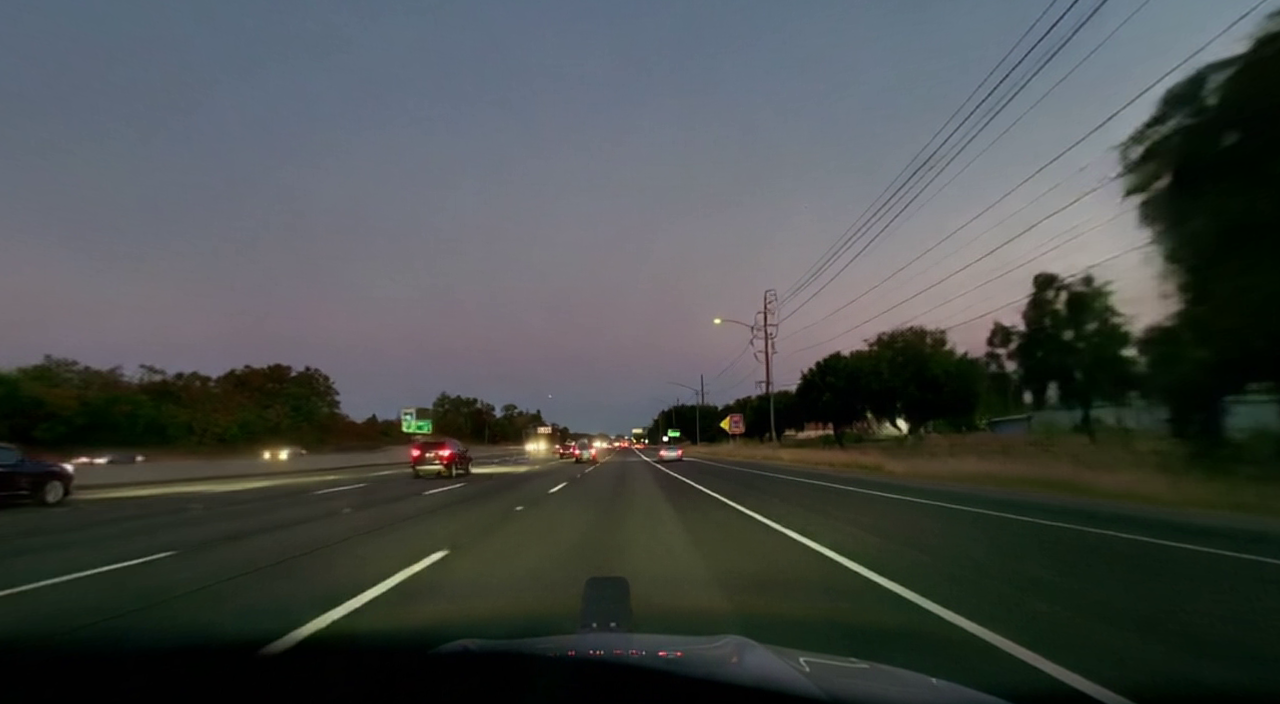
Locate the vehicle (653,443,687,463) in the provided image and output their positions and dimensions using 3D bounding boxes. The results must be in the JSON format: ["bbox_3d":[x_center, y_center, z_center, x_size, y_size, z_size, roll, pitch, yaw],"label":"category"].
[{"bbox_3d":[2.150,7.434,46.721,2.015,1.391,3.897,1,-9,-5],"label":"vehicle"}]

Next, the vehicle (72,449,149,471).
[{"bbox_3d":[-38.738,7.896,46.379,1.767,1.496,4.501,0,-9,-1],"label":"vehicle"}]

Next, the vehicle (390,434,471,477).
[{"bbox_3d":[-9.681,4.842,29.770,2.115,1.799,5.444,0,-9,-2],"label":"vehicle"}]
